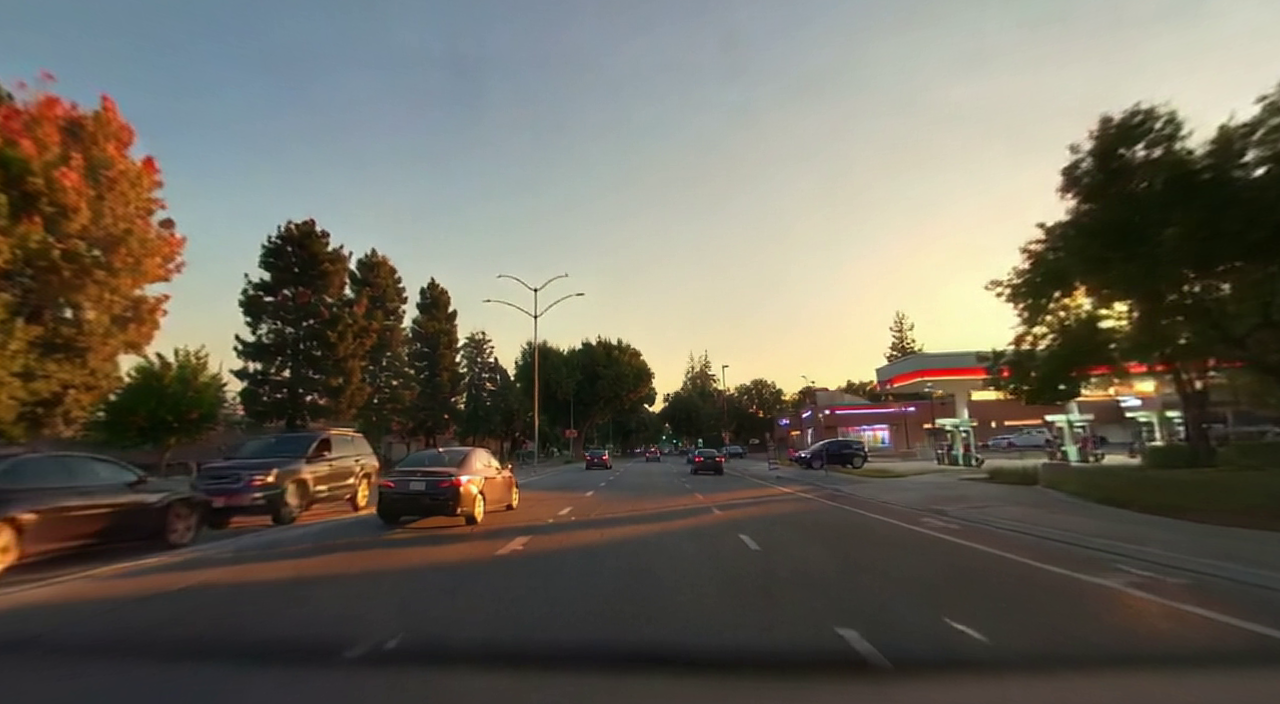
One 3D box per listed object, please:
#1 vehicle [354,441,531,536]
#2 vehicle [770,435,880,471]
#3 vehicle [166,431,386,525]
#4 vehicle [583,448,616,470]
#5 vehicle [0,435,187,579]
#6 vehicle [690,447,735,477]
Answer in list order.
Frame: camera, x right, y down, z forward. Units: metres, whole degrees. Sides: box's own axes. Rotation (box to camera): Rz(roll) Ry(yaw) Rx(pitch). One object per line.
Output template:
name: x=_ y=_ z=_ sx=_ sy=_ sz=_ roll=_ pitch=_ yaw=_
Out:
vehicle: x=-3.481 y=2.483 z=12.133 sx=1.803 sy=1.463 sz=4.422 roll=0 pitch=-9 yaw=2
vehicle: x=11.155 y=6.135 z=38.405 sx=5.931 sy=1.872 sz=2.264 roll=-3 pitch=-9 yaw=4
vehicle: x=-8.608 y=3.009 z=15.765 sx=2.370 sy=1.909 sz=5.431 roll=0 pitch=-9 yaw=-2
vehicle: x=-2.736 y=7.363 z=43.582 sx=1.841 sy=1.474 sz=4.038 roll=0 pitch=-9 yaw=2
vehicle: x=-8.413 y=1.950 z=8.092 sx=1.922 sy=1.660 sz=4.332 roll=-3 pitch=-8 yaw=1
vehicle: x=3.684 y=5.659 z=32.724 sx=1.883 sy=1.465 sz=3.975 roll=0 pitch=-9 yaw=0
